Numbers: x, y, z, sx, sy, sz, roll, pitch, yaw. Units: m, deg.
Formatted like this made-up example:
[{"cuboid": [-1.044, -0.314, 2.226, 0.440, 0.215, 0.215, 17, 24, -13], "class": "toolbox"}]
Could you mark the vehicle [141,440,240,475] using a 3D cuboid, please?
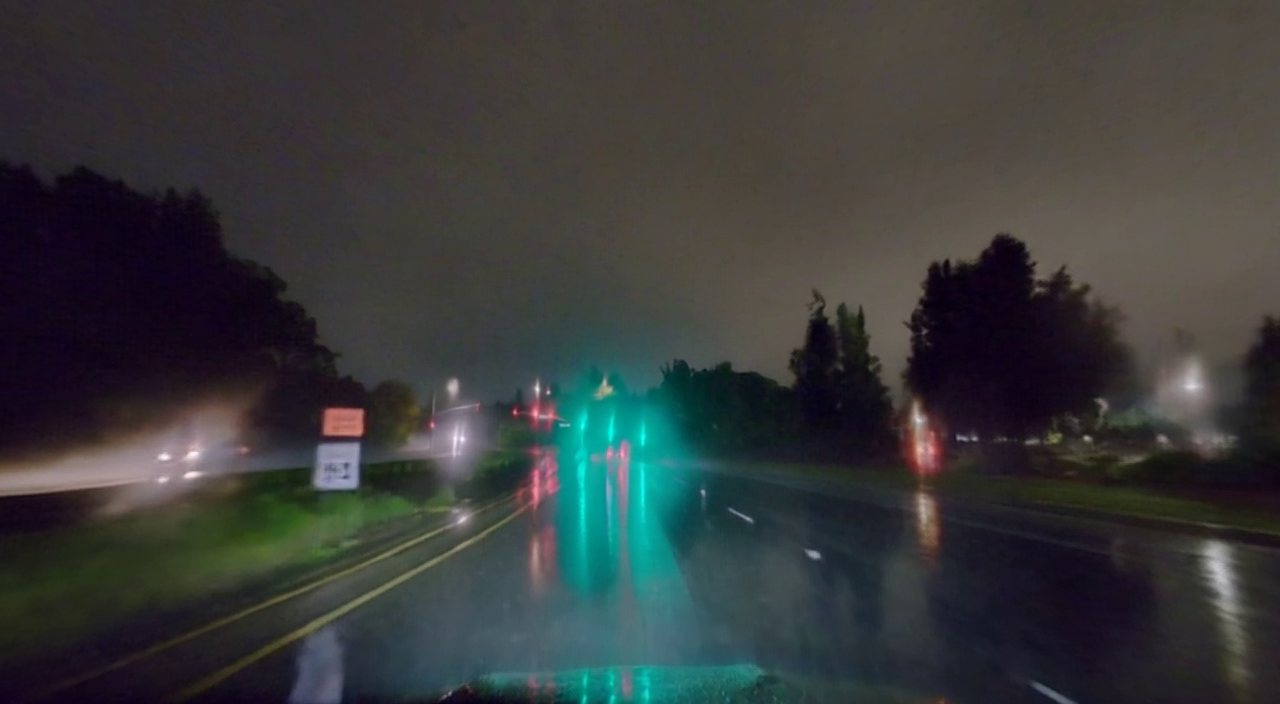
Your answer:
[{"cuboid": [-22.525, 5.270, 31.900, 1.895, 1.604, 4.349, 1, -8, -3], "class": "vehicle"}]
